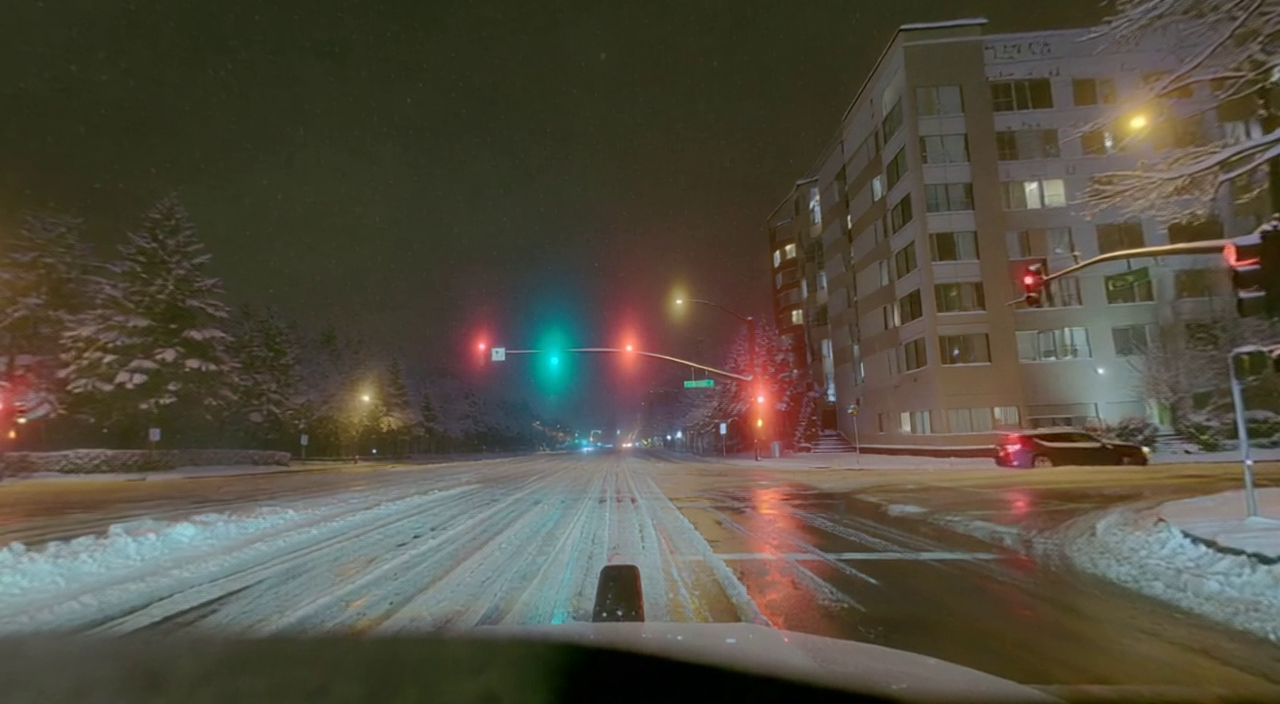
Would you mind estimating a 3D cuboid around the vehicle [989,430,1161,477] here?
[{"bbox_3d":[17.598,4.125,25.806,5.357,1.814,2.141,-1,-8,2],"label":"vehicle"}]
